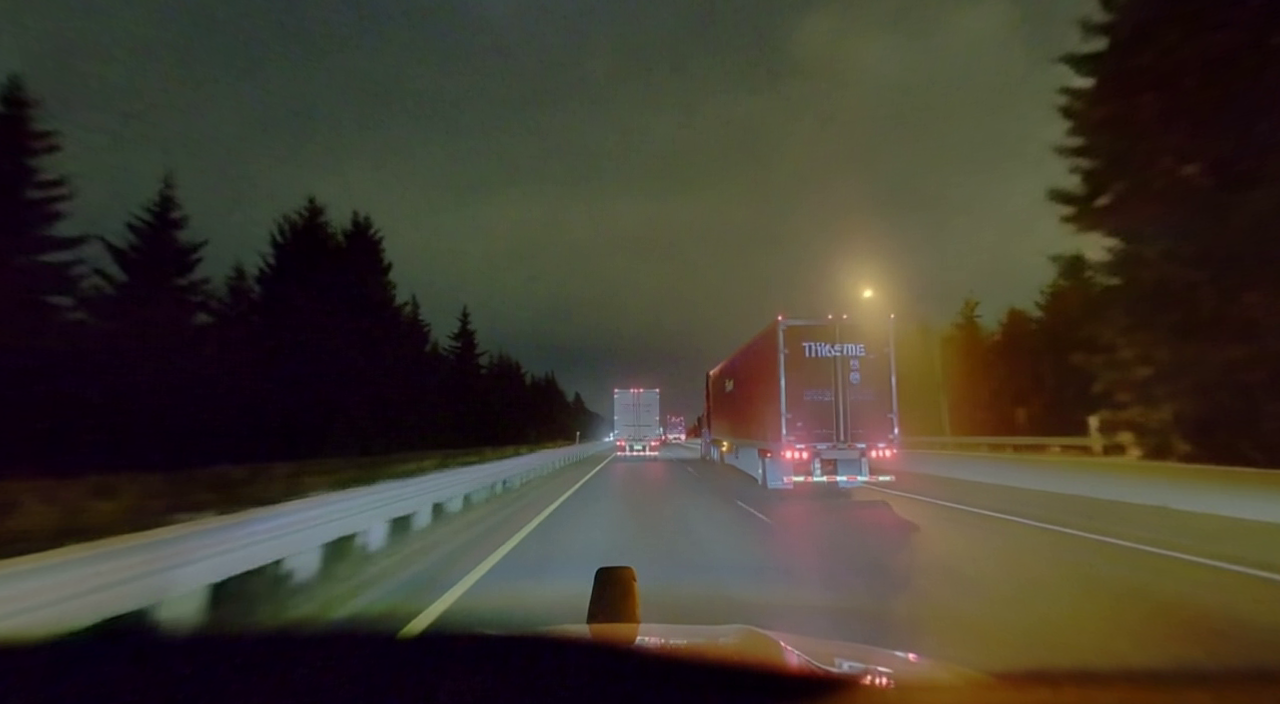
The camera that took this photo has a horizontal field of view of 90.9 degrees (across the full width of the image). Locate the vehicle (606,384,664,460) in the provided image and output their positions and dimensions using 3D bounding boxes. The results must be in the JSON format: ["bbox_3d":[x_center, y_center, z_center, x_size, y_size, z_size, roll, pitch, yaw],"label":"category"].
[{"bbox_3d":[-0.368,4.326,37.745,2.958,3.917,10.196,0,-8,-1],"label":"vehicle"}]

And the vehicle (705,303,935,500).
[{"bbox_3d":[4.519,1.984,20.538,2.856,4.145,14.500,0,-8,-1],"label":"vehicle"}]
